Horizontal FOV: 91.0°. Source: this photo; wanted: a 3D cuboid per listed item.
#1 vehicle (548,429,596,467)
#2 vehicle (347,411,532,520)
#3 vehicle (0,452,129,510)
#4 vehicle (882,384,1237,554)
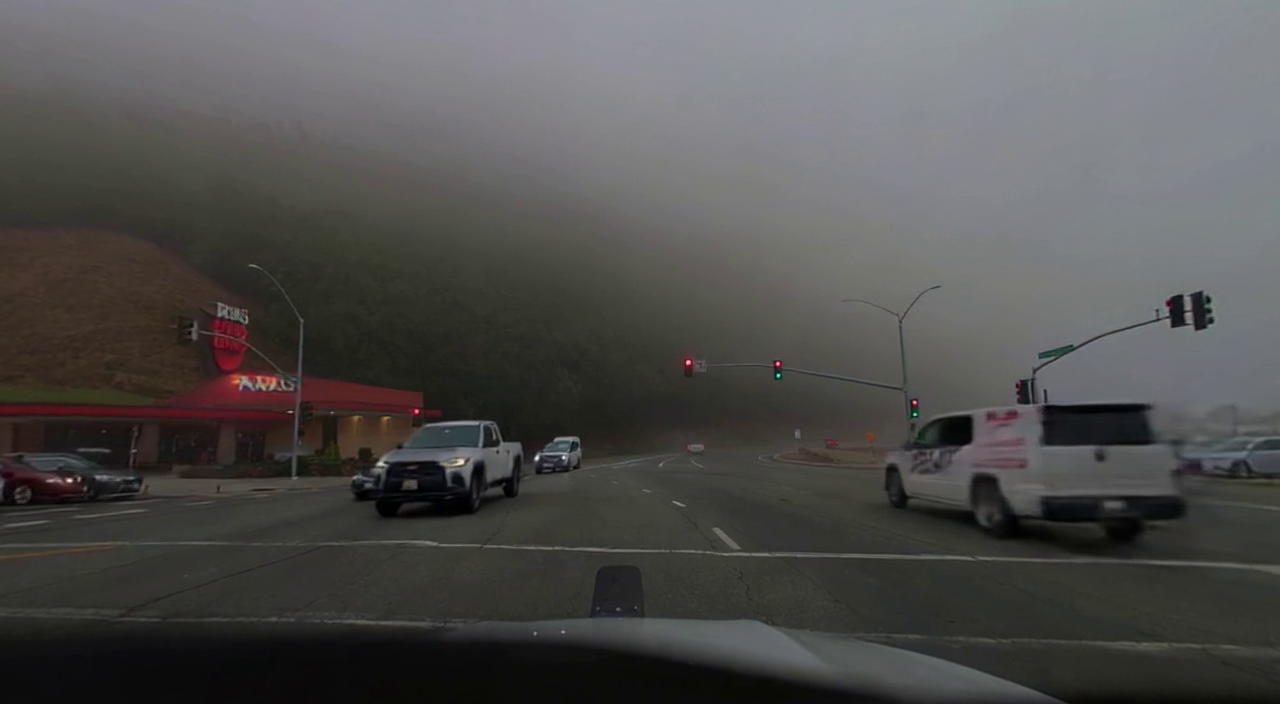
[{"bbox_3d":[-4.312,6.234,40.940,2.318,2.325,5.910,0,-8,1],"label":"vehicle"},{"bbox_3d":[-4.542,2.701,15.525,2.662,2.197,5.454,0,-8,1],"label":"vehicle"},{"bbox_3d":[-19.792,4.140,20.518,4.440,1.748,2.033,0,-9,1],"label":"vehicle"},{"bbox_3d":[6.495,1.904,10.862,2.388,2.201,5.139,0,-9,-2],"label":"vehicle"}]
